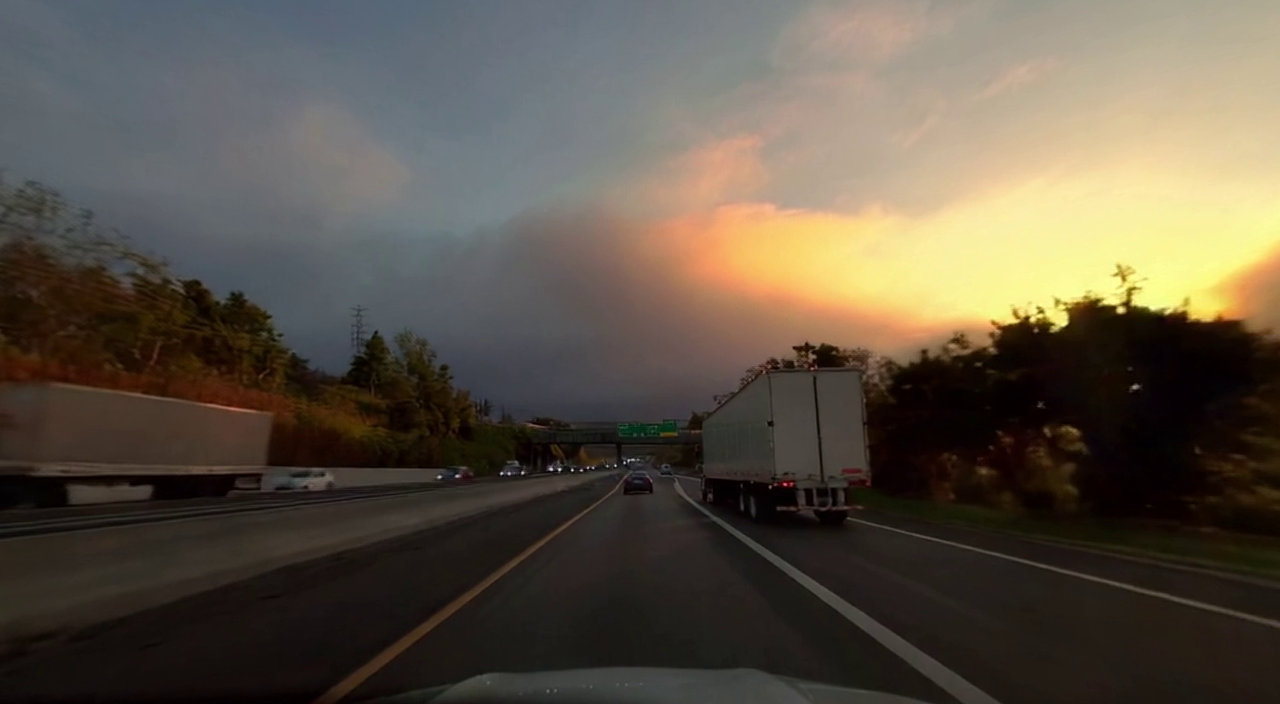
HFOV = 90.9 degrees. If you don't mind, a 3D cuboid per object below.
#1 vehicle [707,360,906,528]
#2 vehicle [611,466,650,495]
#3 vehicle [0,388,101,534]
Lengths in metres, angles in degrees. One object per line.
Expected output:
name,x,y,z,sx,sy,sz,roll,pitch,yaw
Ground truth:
vehicle,4.777,3.505,22.516,3.218,4.001,14.492,1,-10,0
vehicle,-0.478,7.046,34.680,2.010,1.436,3.973,1,-10,1
vehicle,-15.813,2.104,12.371,2.912,3.234,8.258,1,-10,0
